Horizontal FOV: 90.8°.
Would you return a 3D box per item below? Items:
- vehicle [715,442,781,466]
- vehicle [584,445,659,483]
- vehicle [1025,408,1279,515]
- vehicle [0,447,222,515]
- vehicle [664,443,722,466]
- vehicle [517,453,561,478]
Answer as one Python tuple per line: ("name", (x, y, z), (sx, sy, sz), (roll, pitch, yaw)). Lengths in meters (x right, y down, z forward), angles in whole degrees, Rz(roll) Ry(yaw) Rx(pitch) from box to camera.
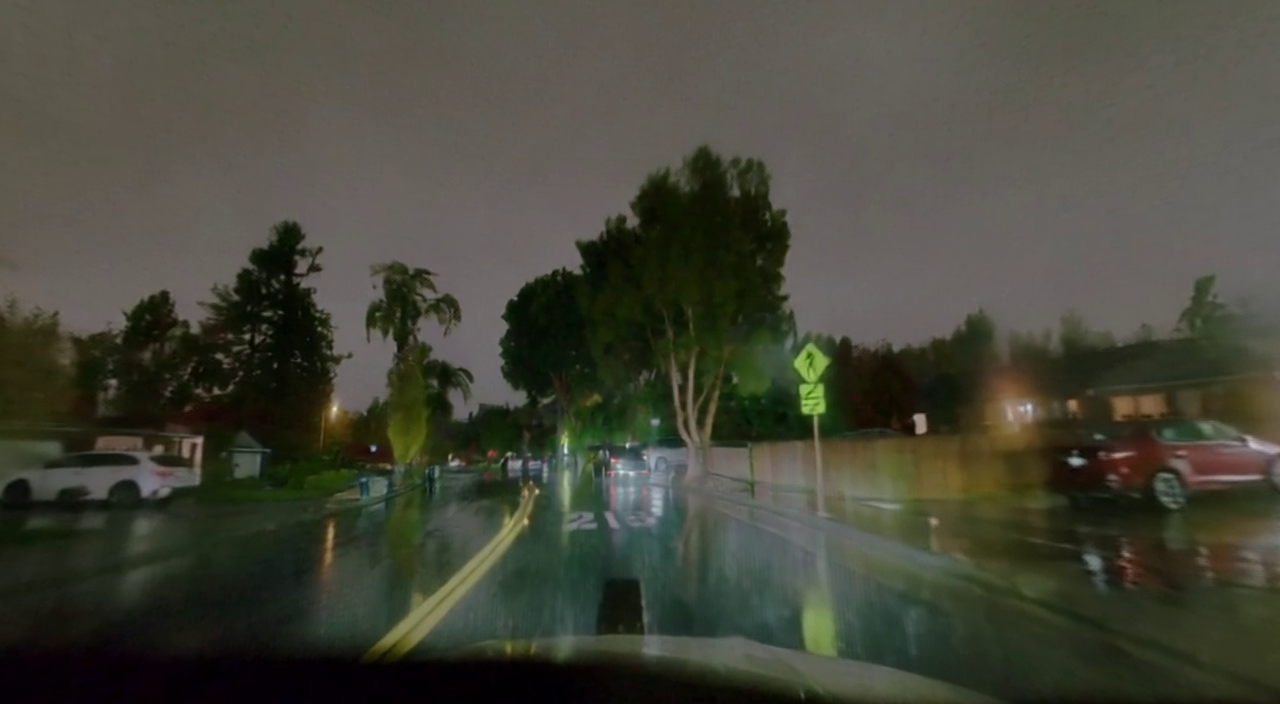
("vehicle", (7.124, 6.645, 41.363), (4.253, 1.458, 1.900), (6, -11, -39))
("vehicle", (-0.967, 4.950, 28.199), (2.181, 1.494, 5.023), (2, -9, -16))
("vehicle", (9.652, 1.904, 11.480), (4.284, 1.522, 1.893), (-1, -8, -14))
("vehicle", (-14.242, 3.375, 16.899), (4.664, 1.580, 1.973), (3, -9, -20))
("vehicle", (3.861, 7.330, 45.347), (4.157, 1.431, 1.753), (4, -9, -43))
("vehicle", (-7.451, 8.248, 46.222), (1.965, 1.663, 4.744), (3, -9, -24))
